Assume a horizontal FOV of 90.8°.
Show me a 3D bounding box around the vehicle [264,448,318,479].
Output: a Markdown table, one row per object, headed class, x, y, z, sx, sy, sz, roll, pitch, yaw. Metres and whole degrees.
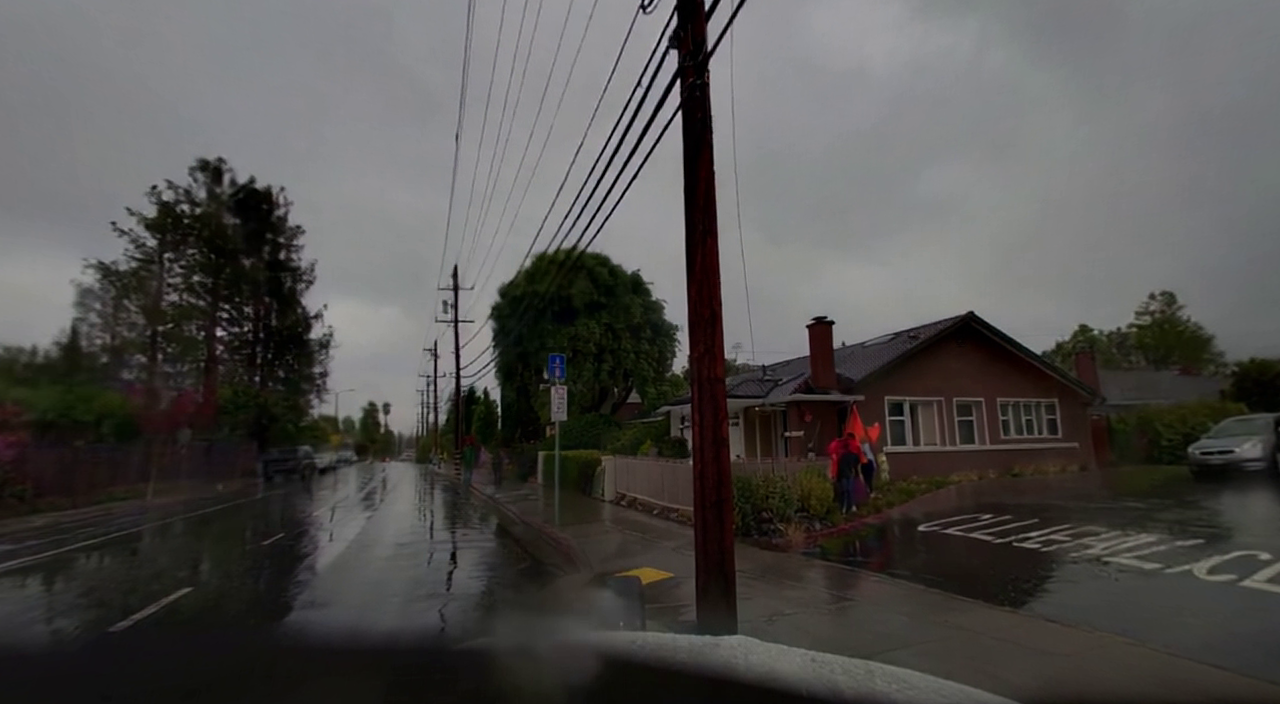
| class | x | y | z | sx | sy | sz | roll | pitch | yaw |
| --- | --- | --- | --- | --- | --- | --- | --- | --- | --- |
| vehicle | -22.142 | 7.056 | 40.243 | 2.203 | 1.787 | 4.704 | 3 | -9 | -19 |
